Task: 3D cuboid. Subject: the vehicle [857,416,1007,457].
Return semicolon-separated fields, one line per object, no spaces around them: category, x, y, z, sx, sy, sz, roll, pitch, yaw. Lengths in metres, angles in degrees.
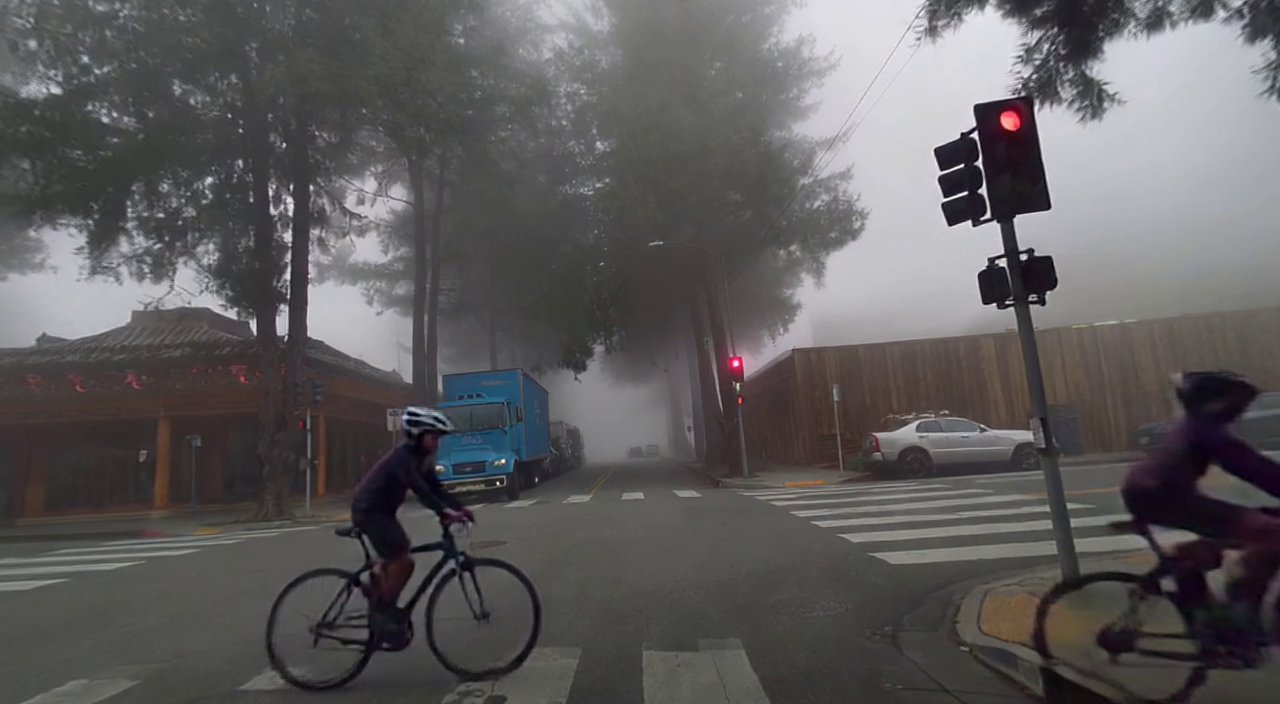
vehicle;10.699;3.143;23.416;4.643;1.456;1.820;-1;-8;5

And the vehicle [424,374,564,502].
vehicle;-5.753;3.717;27.090;3.113;4.041;10.284;-7;-8;0

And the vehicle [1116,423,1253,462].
vehicle;24.953;4.160;29.013;4.268;1.695;2.053;0;-8;3
